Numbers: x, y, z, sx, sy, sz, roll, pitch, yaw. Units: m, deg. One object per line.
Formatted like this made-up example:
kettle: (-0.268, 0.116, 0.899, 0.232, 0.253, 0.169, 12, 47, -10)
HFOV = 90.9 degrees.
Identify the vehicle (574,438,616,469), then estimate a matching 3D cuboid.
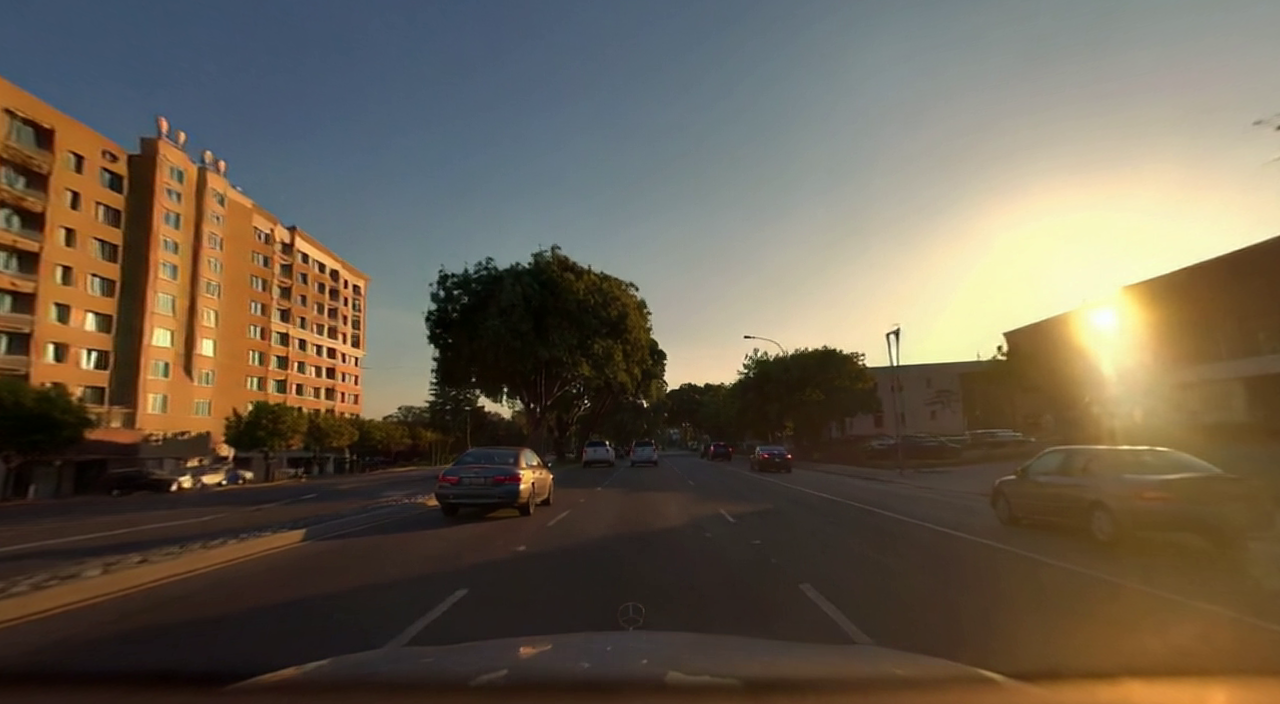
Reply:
vehicle: (-2.747, 6.294, 39.449, 2.117, 1.799, 4.442, -1, -8, 2)

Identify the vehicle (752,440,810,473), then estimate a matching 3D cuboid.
vehicle: (6.748, 5.031, 30.573, 1.884, 1.458, 4.245, -1, -8, 1)

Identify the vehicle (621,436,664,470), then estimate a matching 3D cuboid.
vehicle: (0.188, 5.733, 35.890, 2.304, 1.795, 4.526, -1, -8, 1)

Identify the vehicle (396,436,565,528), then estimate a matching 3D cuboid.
vehicle: (-2.875, 2.453, 12.547, 2.095, 1.486, 4.411, -1, -8, 2)

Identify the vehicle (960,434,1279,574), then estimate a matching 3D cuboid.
vehicle: (6.735, 1.948, 9.038, 1.865, 1.458, 4.605, 0, -8, 0)
